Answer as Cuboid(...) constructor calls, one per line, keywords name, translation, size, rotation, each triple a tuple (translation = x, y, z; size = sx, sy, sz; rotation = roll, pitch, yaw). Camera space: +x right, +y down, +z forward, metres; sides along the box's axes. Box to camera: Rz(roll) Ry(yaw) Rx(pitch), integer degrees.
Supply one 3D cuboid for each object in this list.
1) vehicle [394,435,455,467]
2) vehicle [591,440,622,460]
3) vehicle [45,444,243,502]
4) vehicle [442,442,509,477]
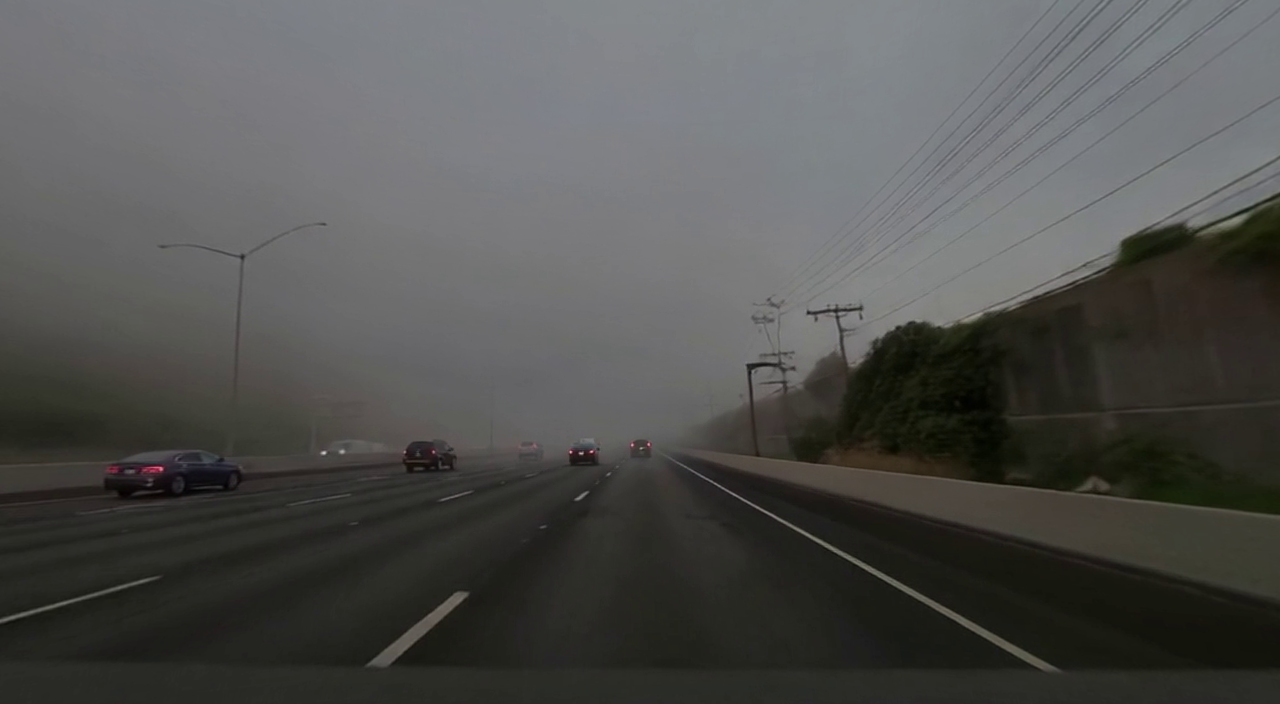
Cuboid(name="vehicle", translation=(-14.235, 6.571, 41.927), size=(2.172, 1.946, 5.017), rotation=(0, -9, 1))
Cuboid(name="vehicle", translation=(-2.518, 7.526, 48.311), size=(2.064, 1.446, 4.409), rotation=(0, -9, 1))
Cuboid(name="vehicle", translation=(-14.379, 3.508, 18.774), size=(1.885, 1.474, 4.849), rotation=(0, -9, 1))
Cuboid(name="vehicle", translation=(-7.467, 4.892, 29.010), size=(1.899, 1.472, 4.202), rotation=(0, -9, 1))
